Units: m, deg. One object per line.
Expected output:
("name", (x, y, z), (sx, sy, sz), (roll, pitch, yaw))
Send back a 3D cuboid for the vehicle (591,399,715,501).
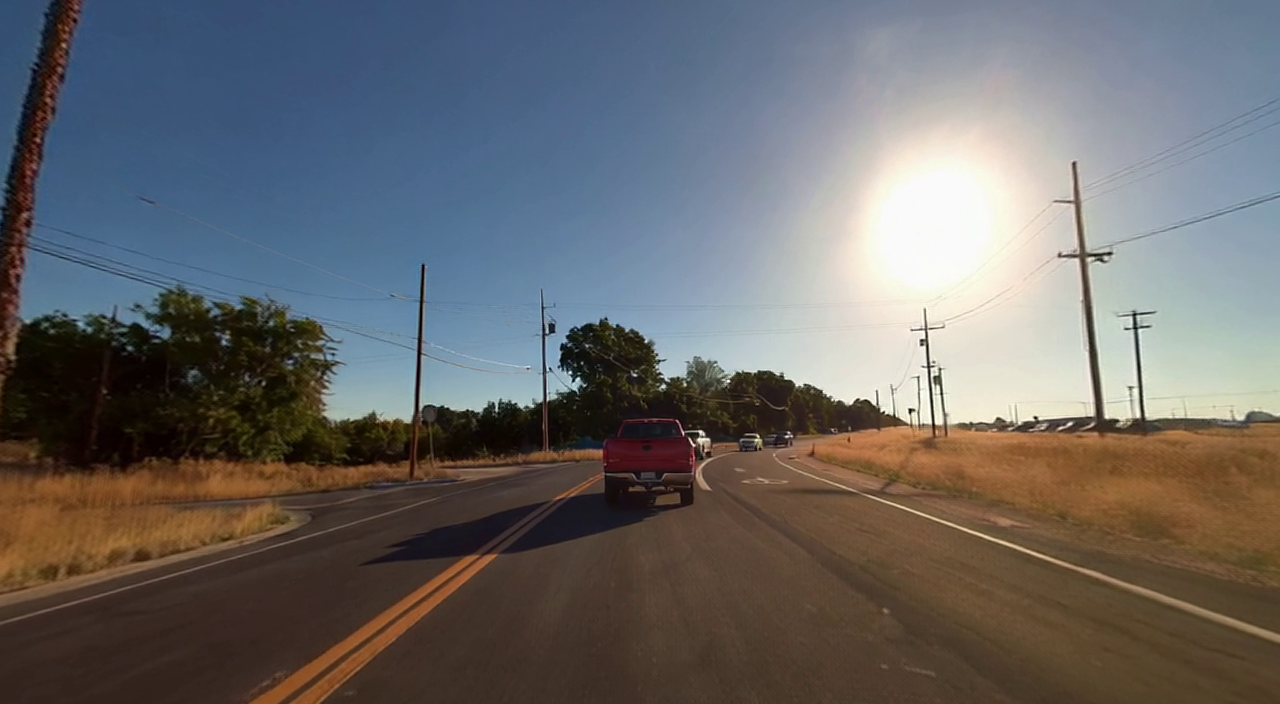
("vehicle", (0.392, 2.572, 16.825), (2.693, 2.223, 5.885), (0, -8, 2))
